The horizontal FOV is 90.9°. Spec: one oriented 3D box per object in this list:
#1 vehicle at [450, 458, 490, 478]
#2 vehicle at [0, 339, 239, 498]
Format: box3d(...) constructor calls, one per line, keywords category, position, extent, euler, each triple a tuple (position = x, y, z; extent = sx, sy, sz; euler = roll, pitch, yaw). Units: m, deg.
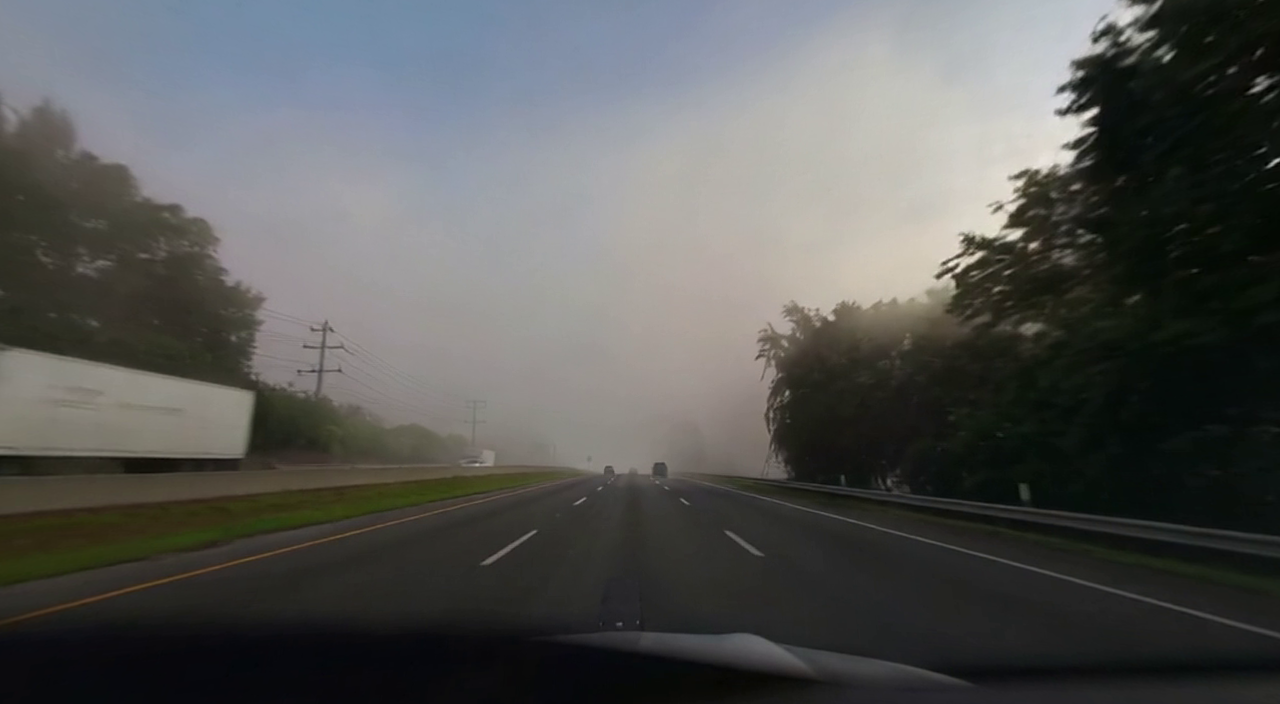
box3d(category="vehicle", position=(-13.254, 9.080, 49.439), extent=(1.888, 1.464, 4.492), euler=(1, -10, 0))
box3d(category="vehicle", position=(-17.802, 2.289, 19.330), extent=(2.867, 4.000, 12.416), euler=(1, -10, -1))
